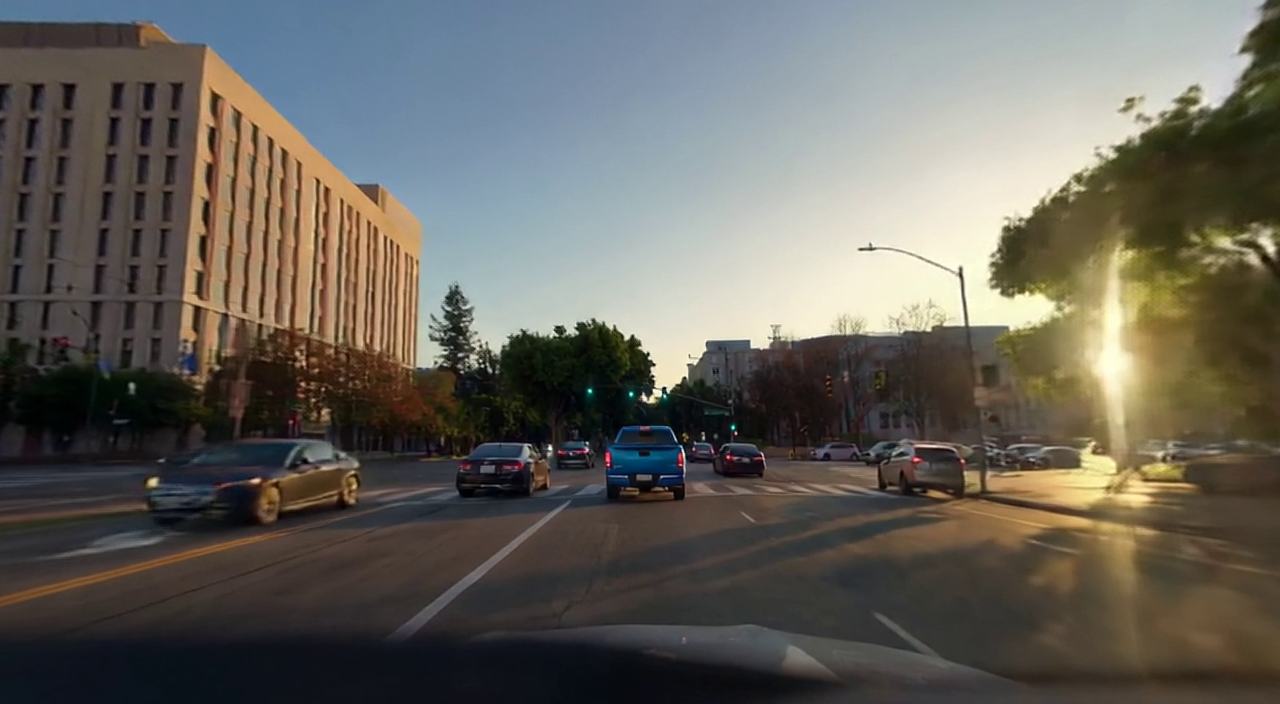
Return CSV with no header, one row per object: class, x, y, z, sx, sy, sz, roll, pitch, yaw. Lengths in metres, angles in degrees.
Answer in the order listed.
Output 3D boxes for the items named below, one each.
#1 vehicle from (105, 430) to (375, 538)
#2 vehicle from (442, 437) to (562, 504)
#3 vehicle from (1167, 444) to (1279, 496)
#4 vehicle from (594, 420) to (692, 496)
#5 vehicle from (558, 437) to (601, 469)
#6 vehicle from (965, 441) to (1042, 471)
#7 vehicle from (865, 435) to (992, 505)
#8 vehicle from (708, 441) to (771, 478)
vehicle,-6.721,2.228,11.341,1.907,1.541,4.364,0,-8,1
vehicle,-3.344,2.954,16.237,1.986,1.465,4.509,0,-8,1
vehicle,20.528,3.798,20.504,4.653,1.591,2.137,-1,-8,4
vehicle,0.094,3.072,18.640,2.493,1.934,4.957,0,-8,0
vehicle,-3.445,5.820,36.588,2.018,1.700,4.142,0,-8,0
vehicle,25.417,7.226,43.971,5.227,1.935,2.289,5,-10,-31
vehicle,8.950,3.655,20.052,2.126,1.820,4.521,3,-8,3
vehicle,4.256,4.651,27.616,1.968,1.472,4.456,0,-8,-1
